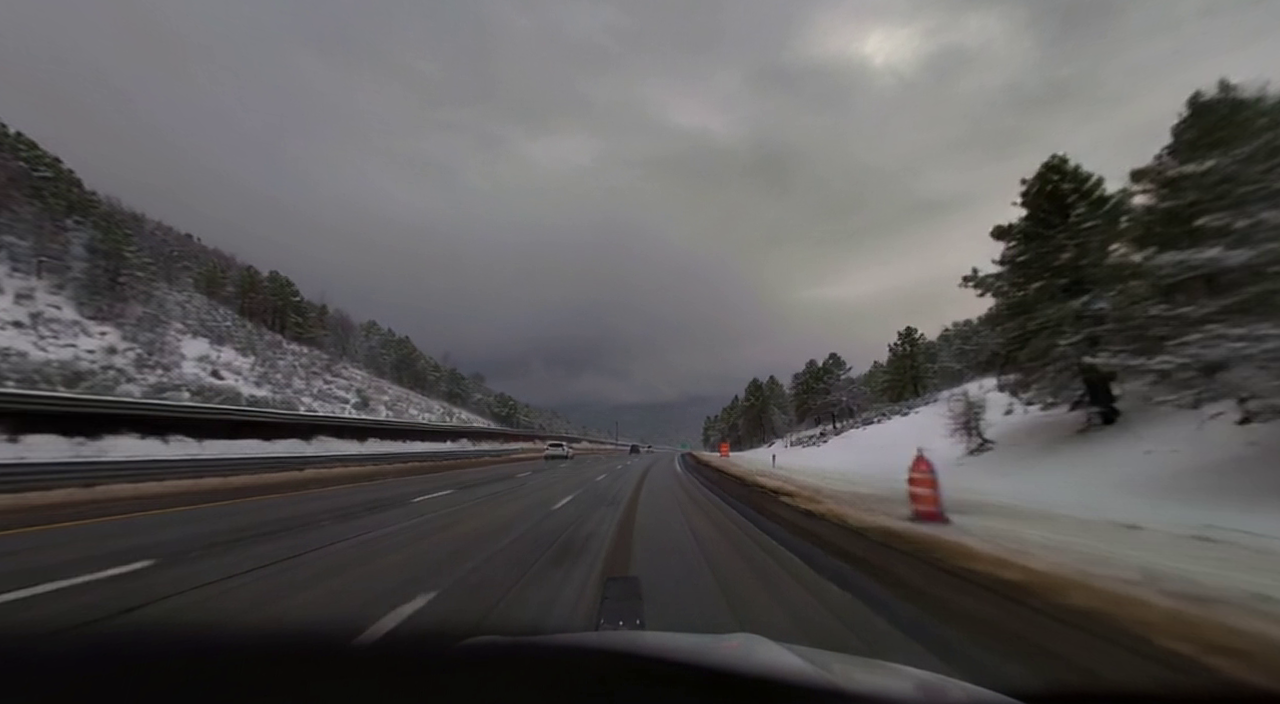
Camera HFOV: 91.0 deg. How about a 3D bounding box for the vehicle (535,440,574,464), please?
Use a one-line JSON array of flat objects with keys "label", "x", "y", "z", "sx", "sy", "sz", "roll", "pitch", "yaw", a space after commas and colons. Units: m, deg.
[{"label": "vehicle", "x": -6.011, "y": 7.032, "z": 44.485, "sx": 2.042, "sy": 1.585, "sz": 4.162, "roll": 0, "pitch": -8, "yaw": 2}]
